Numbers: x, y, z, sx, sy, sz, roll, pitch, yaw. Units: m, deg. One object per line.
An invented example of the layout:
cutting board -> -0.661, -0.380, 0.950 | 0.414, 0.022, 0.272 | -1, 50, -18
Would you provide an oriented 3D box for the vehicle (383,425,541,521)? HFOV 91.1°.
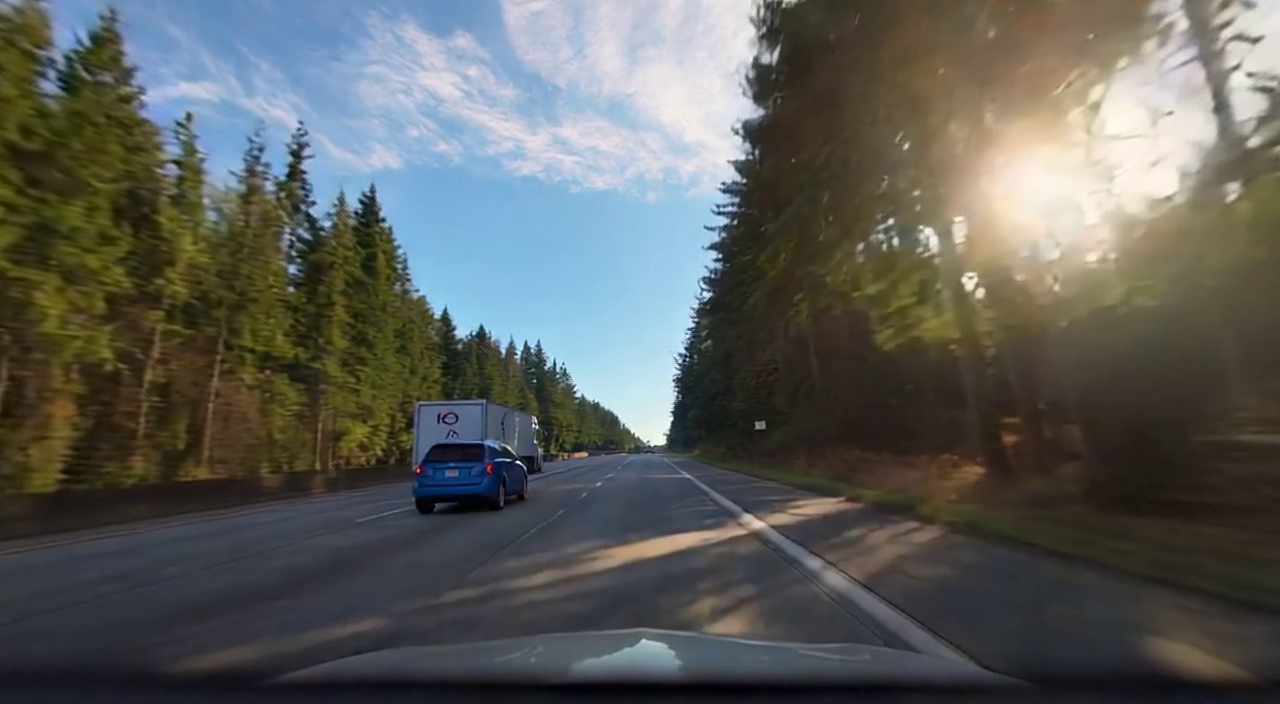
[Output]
vehicle -> -3.668, 2.577, 13.959 | 2.084, 1.752, 4.479 | -1, -8, 1
